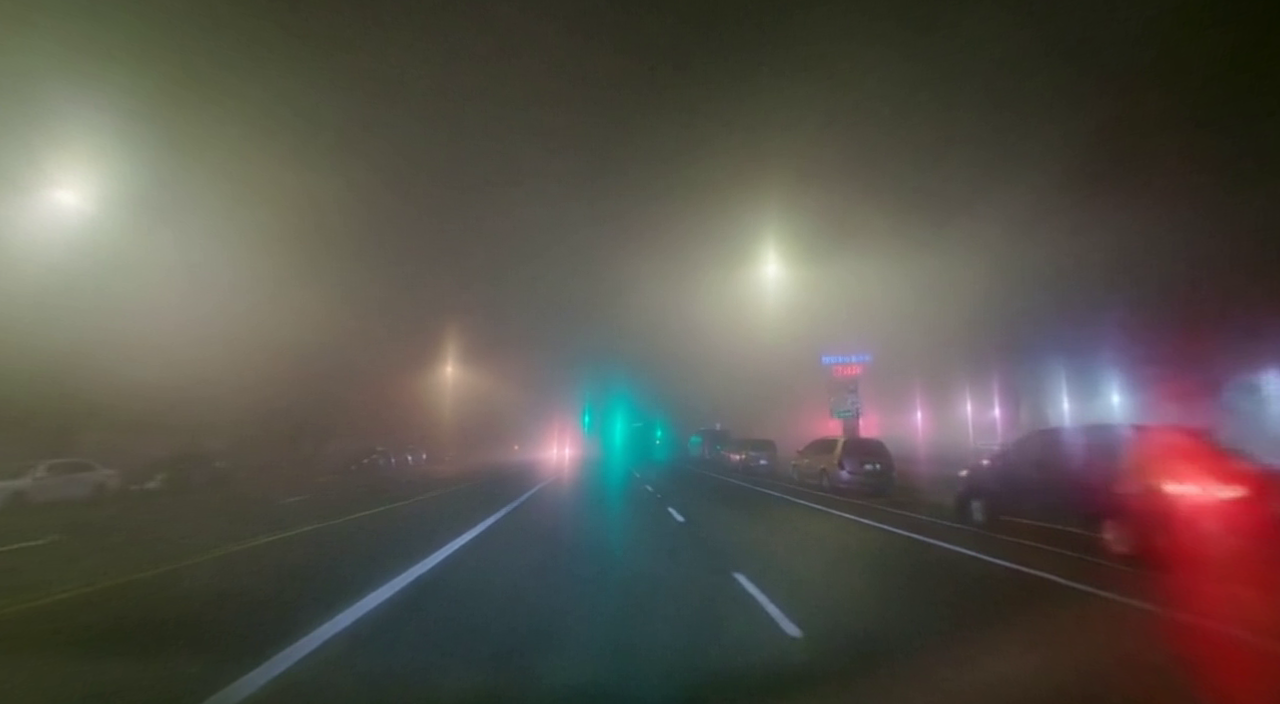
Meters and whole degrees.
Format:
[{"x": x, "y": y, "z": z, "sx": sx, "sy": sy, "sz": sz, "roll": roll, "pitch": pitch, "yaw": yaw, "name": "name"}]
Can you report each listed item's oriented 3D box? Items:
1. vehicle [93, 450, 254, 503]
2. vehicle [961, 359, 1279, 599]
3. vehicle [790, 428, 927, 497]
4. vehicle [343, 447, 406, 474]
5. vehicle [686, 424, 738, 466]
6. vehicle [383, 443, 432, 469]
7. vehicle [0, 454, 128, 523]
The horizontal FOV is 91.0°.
[{"x": -15.534, "y": 4.128, "z": 21.389, "sx": 1.897, "sy": 1.517, "sz": 4.802, "roll": 0, "pitch": -9, "yaw": -2, "name": "vehicle"}, {"x": 7.189, "y": 1.618, "z": 8.514, "sx": 2.327, "sy": 2.296, "sz": 5.692, "roll": 1, "pitch": -9, "yaw": -4, "name": "vehicle"}, {"x": 6.677, "y": 3.459, "z": 20.150, "sx": 2.092, "sy": 1.887, "sz": 5.632, "roll": 0, "pitch": -9, "yaw": -3, "name": "vehicle"}, {"x": -16.313, "y": 6.662, "z": 38.893, "sx": 2.036, "sy": 1.478, "sz": 4.615, "roll": 0, "pitch": -8, "yaw": -2, "name": "vehicle"}, {"x": 5.374, "y": 7.072, "z": 48.133, "sx": 2.739, "sy": 2.866, "sz": 6.142, "roll": -1, "pitch": -7, "yaw": -5, "name": "vehicle"}, {"x": -16.568, "y": 7.395, "z": 45.024, "sx": 1.928, "sy": 1.718, "sz": 4.279, "roll": 0, "pitch": -8, "yaw": -1, "name": "vehicle"}, {"x": -15.442, "y": 3.306, "z": 15.547, "sx": 1.880, "sy": 1.488, "sz": 4.483, "roll": 0, "pitch": -8, "yaw": -2, "name": "vehicle"}]
